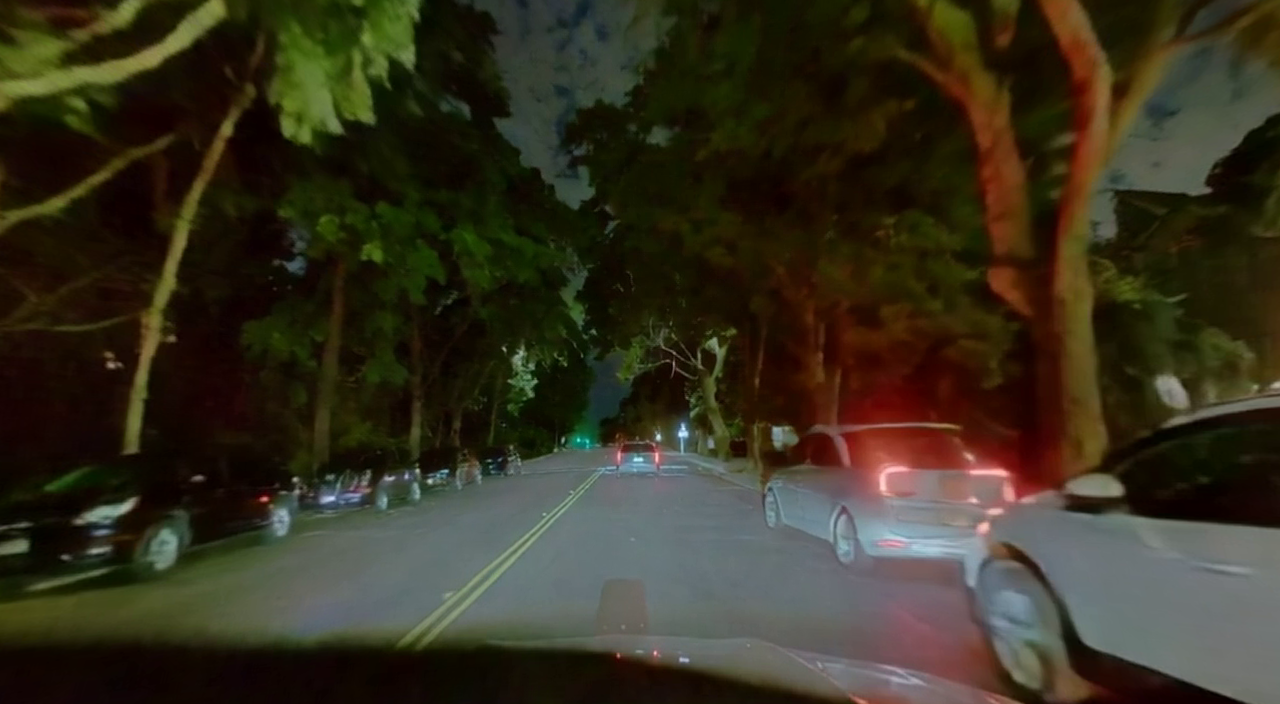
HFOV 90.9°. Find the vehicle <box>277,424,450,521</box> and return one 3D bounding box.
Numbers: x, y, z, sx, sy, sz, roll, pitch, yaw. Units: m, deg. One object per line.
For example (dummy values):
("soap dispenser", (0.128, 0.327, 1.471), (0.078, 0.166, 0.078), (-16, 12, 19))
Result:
("vehicle", (-5.922, 2.608, 14.197), (1.899, 1.615, 4.624), (-6, -8, -2))

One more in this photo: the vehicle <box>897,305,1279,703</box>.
("vehicle", (2.807, 0.780, 1.828), (1.970, 1.801, 4.721), (0, -8, -2))

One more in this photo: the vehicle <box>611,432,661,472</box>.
("vehicle", (-0.181, 4.639, 29.460), (2.172, 1.722, 4.201), (0, -8, -1))

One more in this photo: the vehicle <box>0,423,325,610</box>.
("vehicle", (-5.901, 1.785, 7.860), (1.955, 1.659, 4.324), (1, -8, -4))
